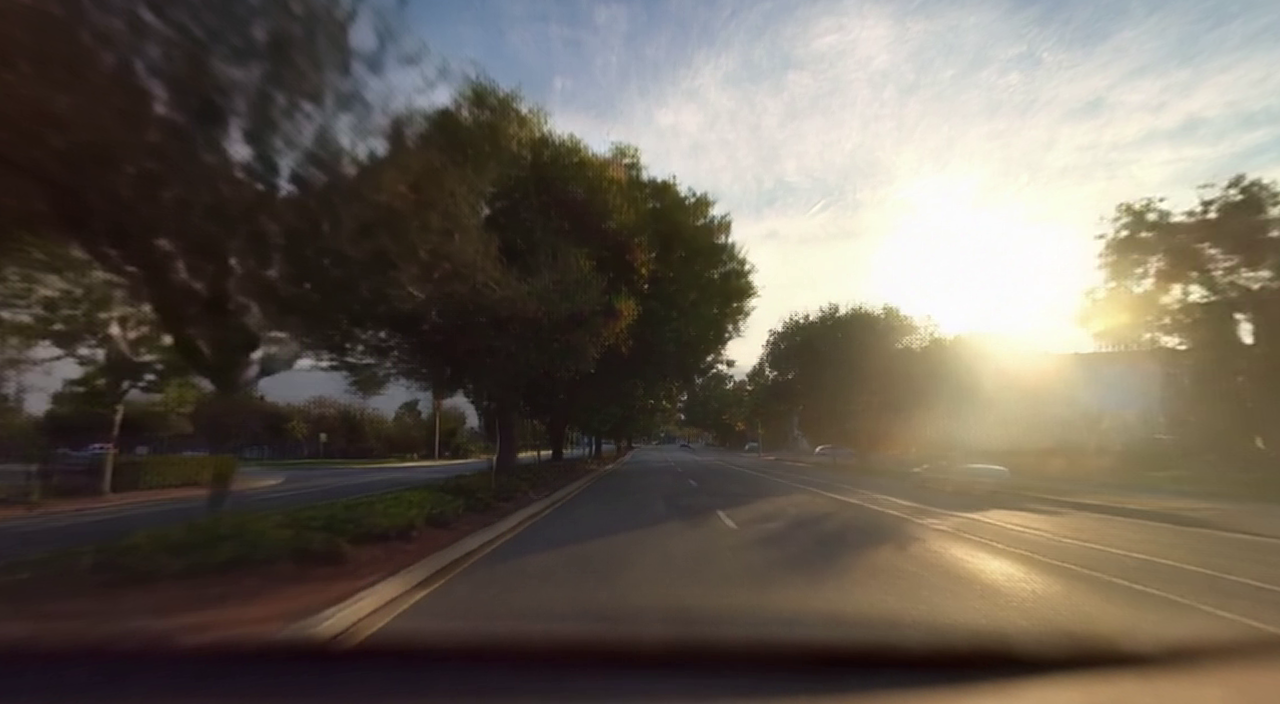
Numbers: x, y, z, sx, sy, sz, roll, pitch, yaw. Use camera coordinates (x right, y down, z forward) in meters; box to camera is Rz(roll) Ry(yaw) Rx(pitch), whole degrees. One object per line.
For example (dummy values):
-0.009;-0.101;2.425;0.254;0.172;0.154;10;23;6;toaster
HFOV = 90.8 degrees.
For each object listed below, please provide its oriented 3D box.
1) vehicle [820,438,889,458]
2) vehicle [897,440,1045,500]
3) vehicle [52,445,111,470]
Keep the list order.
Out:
16.553;7.431;48.896;4.592;1.472;2.009;0;-9;0;vehicle
9.666;3.455;18.954;2.076;1.547;4.398;0;-9;0;vehicle
-43.892;8.235;49.601;4.783;1.848;2.139;-6;-10;34;vehicle
